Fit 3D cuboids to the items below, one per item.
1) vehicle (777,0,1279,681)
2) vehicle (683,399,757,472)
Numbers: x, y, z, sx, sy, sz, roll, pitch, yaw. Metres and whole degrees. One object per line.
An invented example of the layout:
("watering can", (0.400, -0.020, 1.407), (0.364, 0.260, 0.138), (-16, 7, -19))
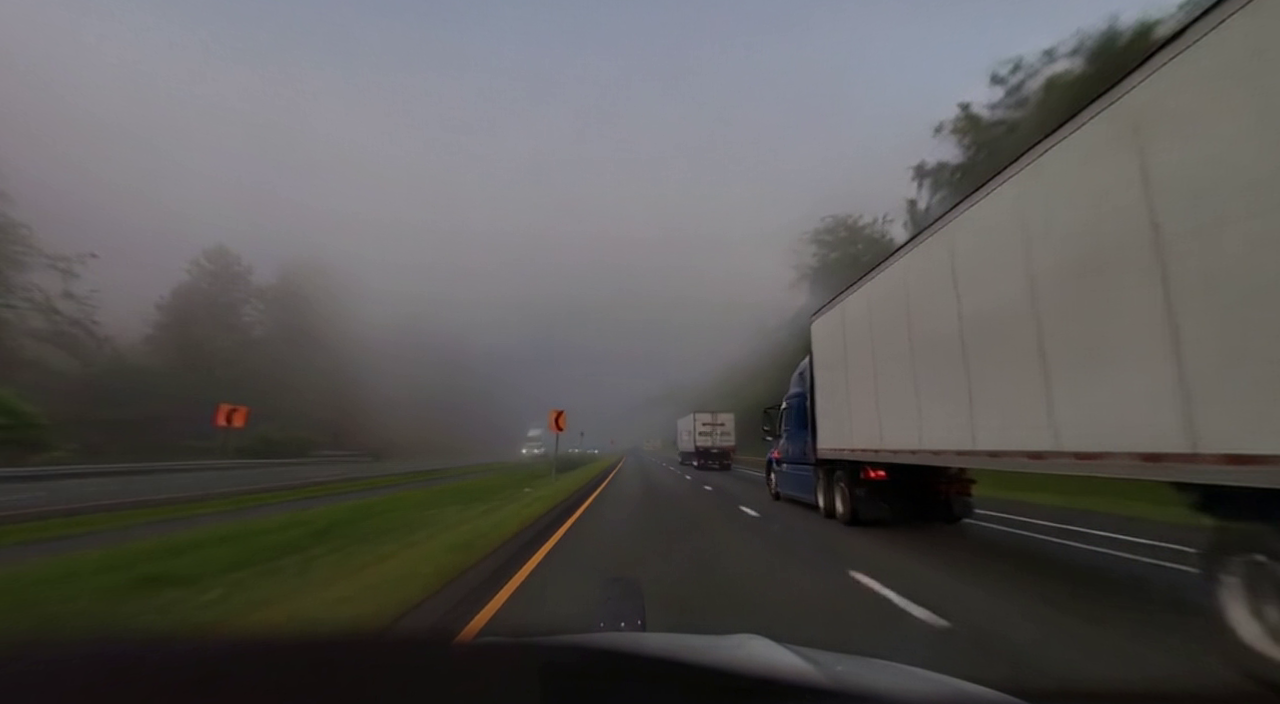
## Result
("vehicle", (5.014, 0.588, 8.776), (2.929, 4.093, 14.258), (0, -9, 0))
("vehicle", (4.903, 5.744, 42.171), (2.983, 4.030, 14.444), (0, -9, 0))
